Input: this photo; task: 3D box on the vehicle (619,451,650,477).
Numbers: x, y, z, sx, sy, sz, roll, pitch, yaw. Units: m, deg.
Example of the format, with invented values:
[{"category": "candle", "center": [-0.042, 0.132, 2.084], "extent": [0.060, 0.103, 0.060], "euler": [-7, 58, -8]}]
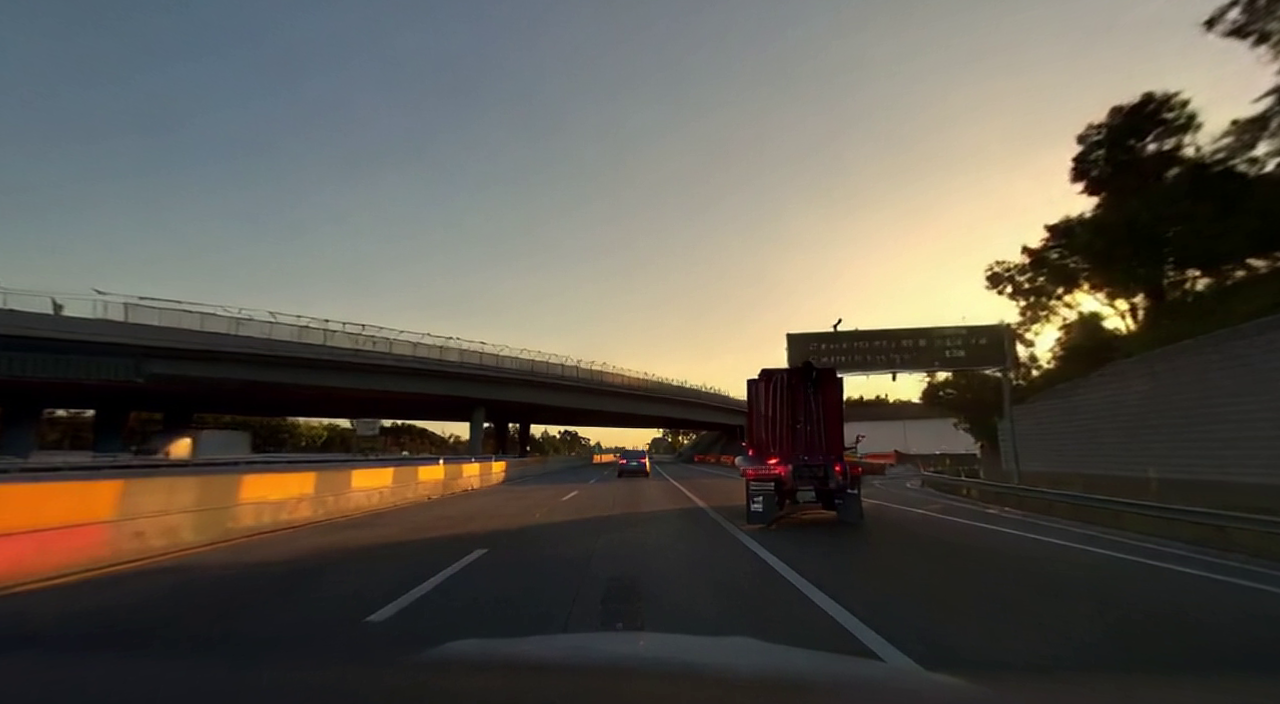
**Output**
[{"category": "vehicle", "center": [-0.274, 6.568, 37.193], "extent": [1.695, 1.437, 3.506], "euler": [0, -9, 1]}]
